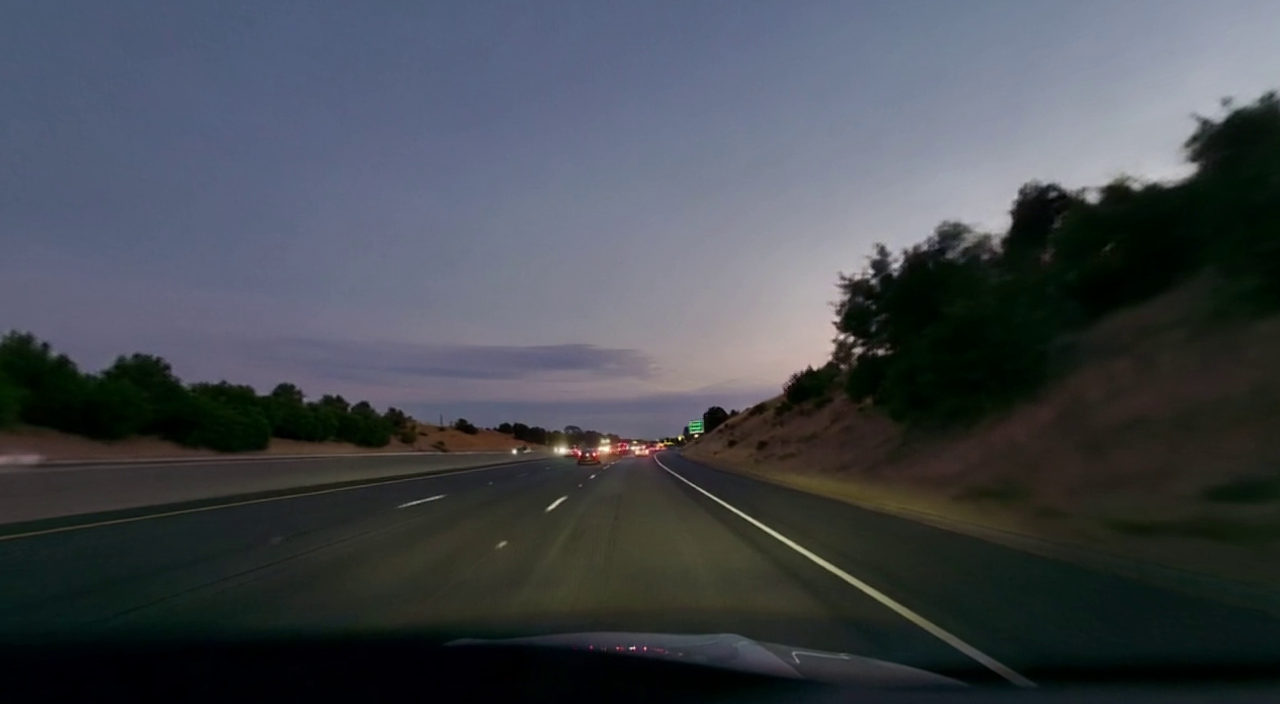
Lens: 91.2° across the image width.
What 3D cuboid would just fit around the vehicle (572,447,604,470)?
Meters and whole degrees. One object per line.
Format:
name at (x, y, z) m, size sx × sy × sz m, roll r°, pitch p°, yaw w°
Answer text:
vehicle at (-3.479, 7.196, 42.619) m, size 1.895 × 1.482 × 3.852 m, roll 0°, pitch -9°, yaw 0°
